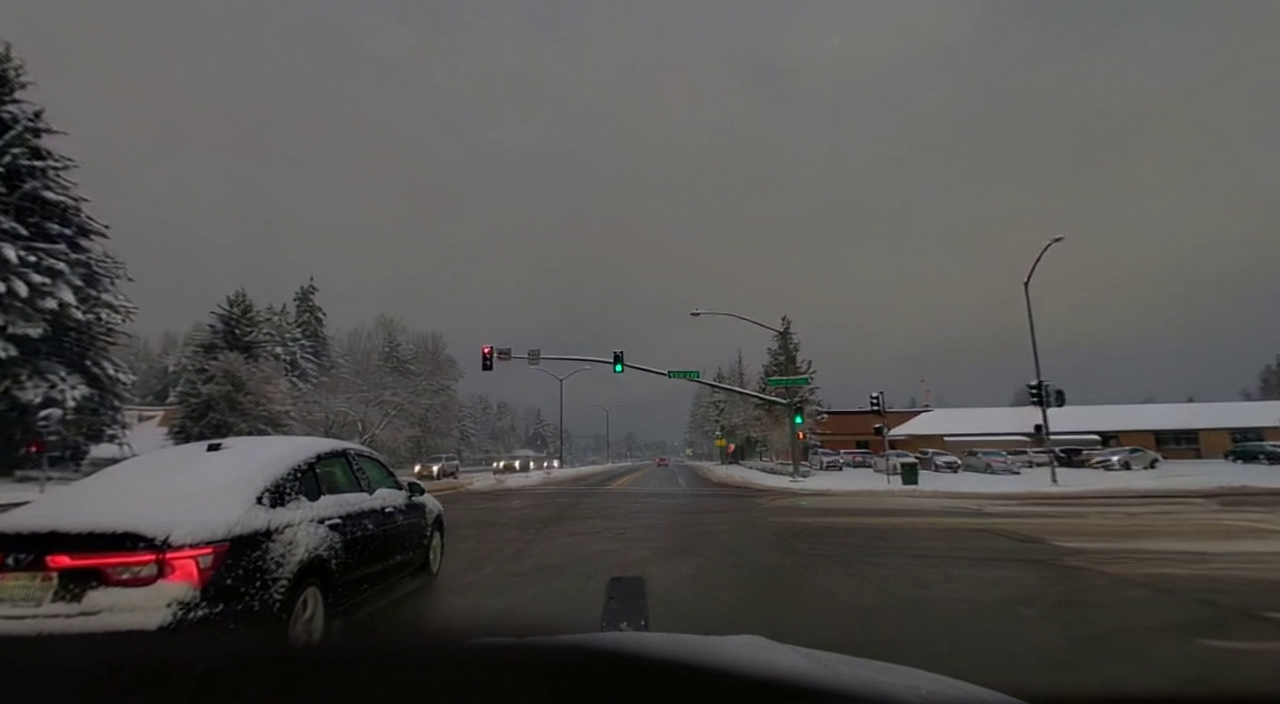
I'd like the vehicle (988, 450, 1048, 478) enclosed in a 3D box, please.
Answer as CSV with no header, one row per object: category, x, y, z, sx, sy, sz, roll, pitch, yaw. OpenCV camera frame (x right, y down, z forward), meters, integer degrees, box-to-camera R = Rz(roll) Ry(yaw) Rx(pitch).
vehicle,20.280,5.939,33.727,1.930,1.410,4.313,-8,-11,40

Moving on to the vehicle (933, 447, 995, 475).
vehicle,18.203,6.064,35.318,1.945,1.434,4.293,-8,-12,42

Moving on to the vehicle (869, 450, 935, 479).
vehicle,15.792,6.704,37.806,2.060,1.445,4.712,-10,-11,41

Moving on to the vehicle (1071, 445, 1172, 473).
vehicle,28.160,6.238,36.900,4.678,1.558,1.883,1,-9,-10

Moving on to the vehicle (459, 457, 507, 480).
vehicle,-10.910,8.125,44.089,2.001,1.458,4.278,-1,-9,4

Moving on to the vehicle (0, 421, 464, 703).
vehicle,-3.011,1.374,4.834,1.924,1.482,4.734,0,-9,0
